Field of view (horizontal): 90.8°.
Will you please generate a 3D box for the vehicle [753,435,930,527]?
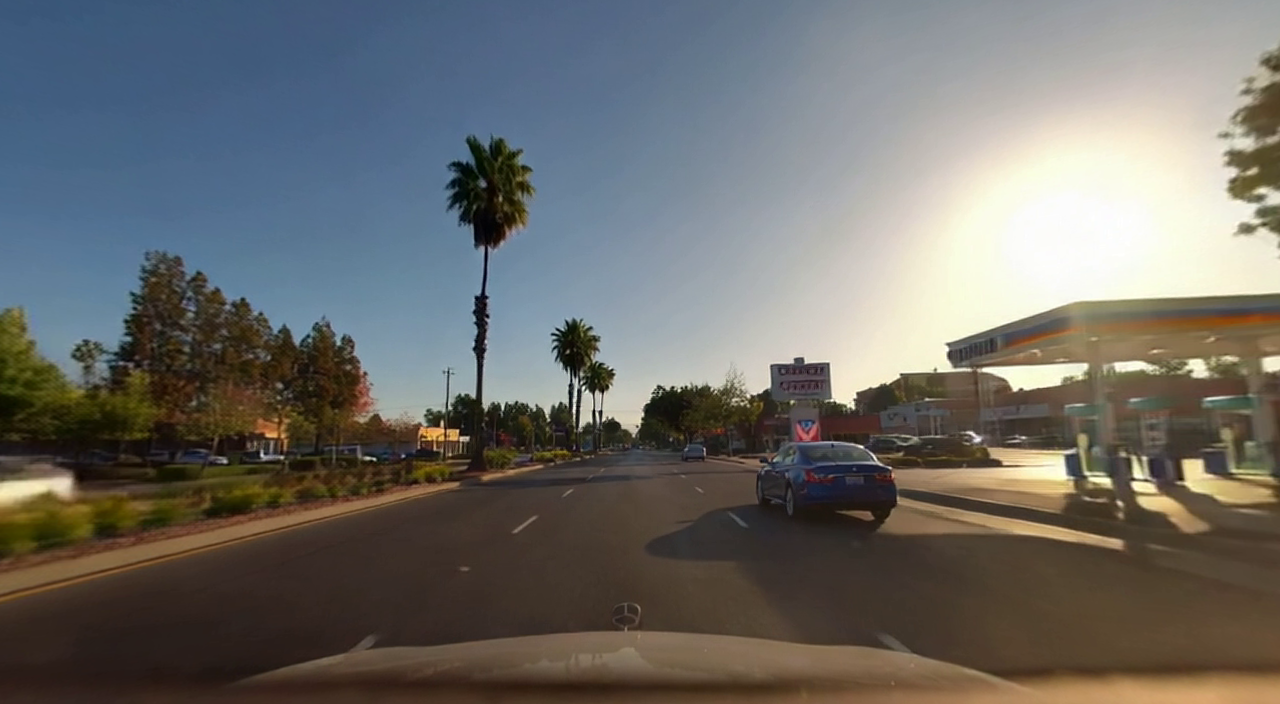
[{"bbox_3d":[3.587,2.379,12.234,1.978,1.442,4.262,0,-8,-1],"label":"vehicle"}]
